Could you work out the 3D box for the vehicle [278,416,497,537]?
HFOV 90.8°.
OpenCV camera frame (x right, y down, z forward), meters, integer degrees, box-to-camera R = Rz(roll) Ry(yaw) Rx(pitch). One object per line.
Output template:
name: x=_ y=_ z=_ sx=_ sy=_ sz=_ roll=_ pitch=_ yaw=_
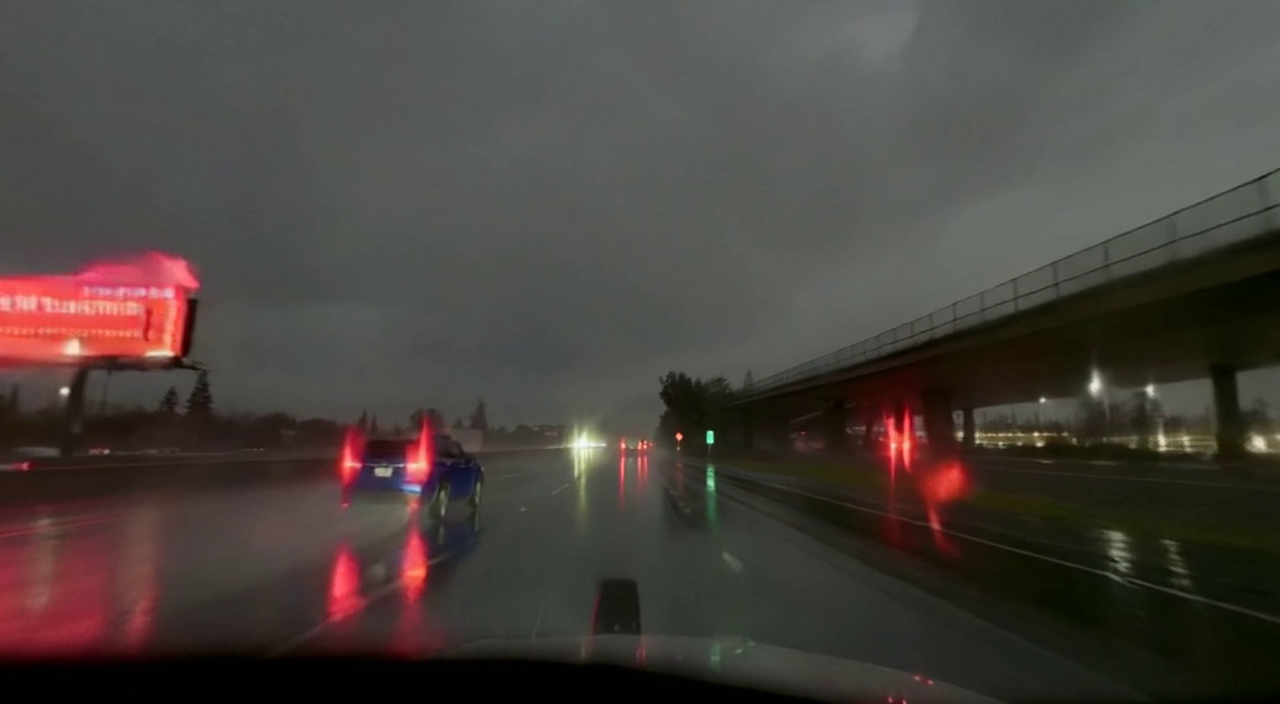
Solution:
vehicle: x=-4.204 y=2.157 z=11.569 sx=2.102 sy=1.727 sz=4.704 roll=0 pitch=-9 yaw=-1
